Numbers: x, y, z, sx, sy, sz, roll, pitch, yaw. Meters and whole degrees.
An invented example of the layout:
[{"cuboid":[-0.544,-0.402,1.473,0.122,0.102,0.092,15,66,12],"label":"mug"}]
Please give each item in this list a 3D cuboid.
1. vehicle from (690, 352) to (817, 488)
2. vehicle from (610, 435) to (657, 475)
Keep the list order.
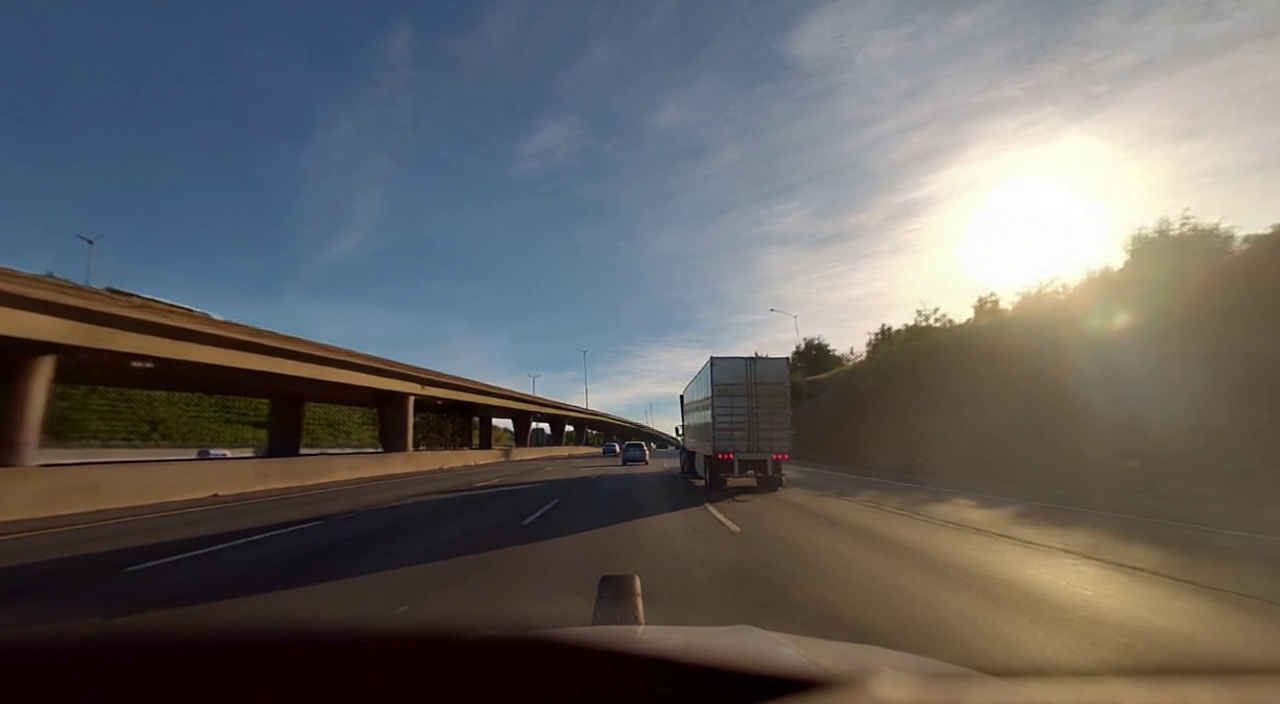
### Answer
[{"cuboid":[3.759,2.771,23.951,2.964,4.063,10.072,0,-9,0],"label":"vehicle"},{"cuboid":[-0.258,4.856,29.988,2.077,1.716,4.514,0,-9,0],"label":"vehicle"}]
